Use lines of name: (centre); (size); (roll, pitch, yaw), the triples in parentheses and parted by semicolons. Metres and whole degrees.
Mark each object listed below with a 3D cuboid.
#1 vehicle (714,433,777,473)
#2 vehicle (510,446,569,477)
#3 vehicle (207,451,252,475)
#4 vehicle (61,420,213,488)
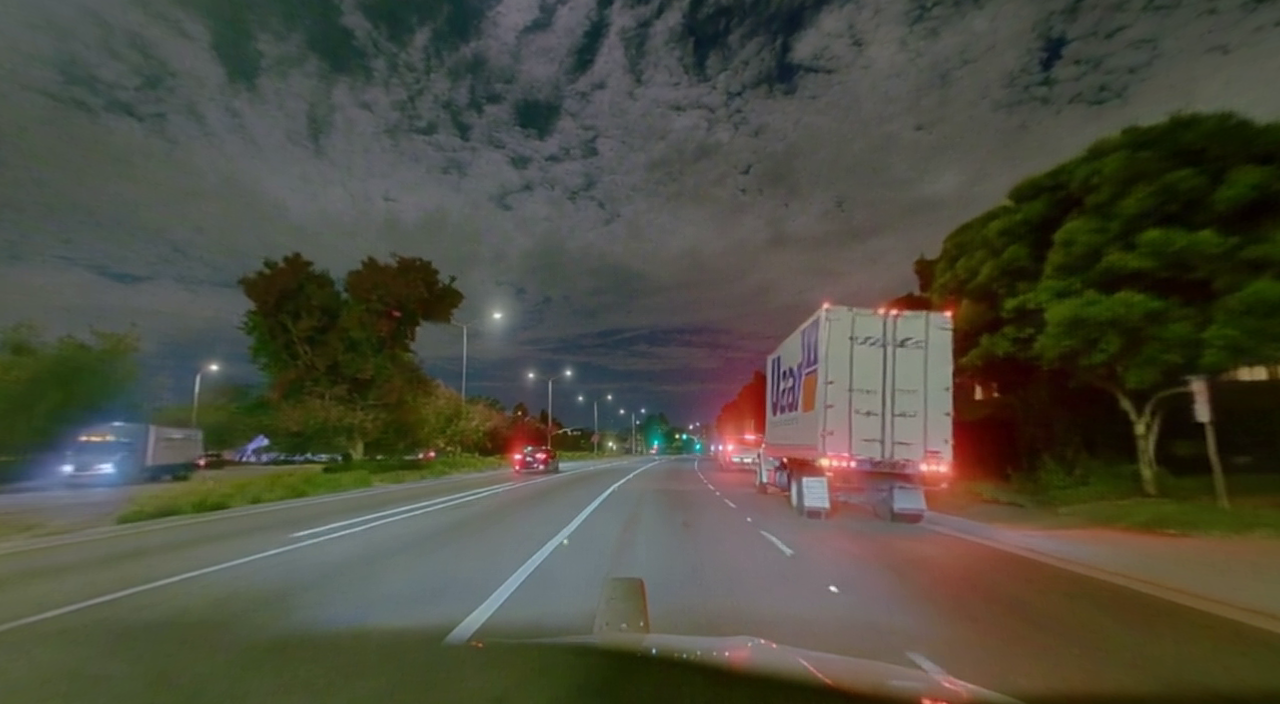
vehicle: (5.751, 5.636, 35.380); (2.695, 2.013, 6.661); (0, -8, 3)
vehicle: (-5.154, 5.654, 32.914); (2.060, 1.473, 4.645); (0, -8, 3)
vehicle: (-30.551, 8.195, 46.856); (2.118, 1.670, 4.487); (7, -11, -40)
vehicle: (-22.546, 4.594, 28.728); (2.421, 2.746, 5.968); (1, -8, -6)
